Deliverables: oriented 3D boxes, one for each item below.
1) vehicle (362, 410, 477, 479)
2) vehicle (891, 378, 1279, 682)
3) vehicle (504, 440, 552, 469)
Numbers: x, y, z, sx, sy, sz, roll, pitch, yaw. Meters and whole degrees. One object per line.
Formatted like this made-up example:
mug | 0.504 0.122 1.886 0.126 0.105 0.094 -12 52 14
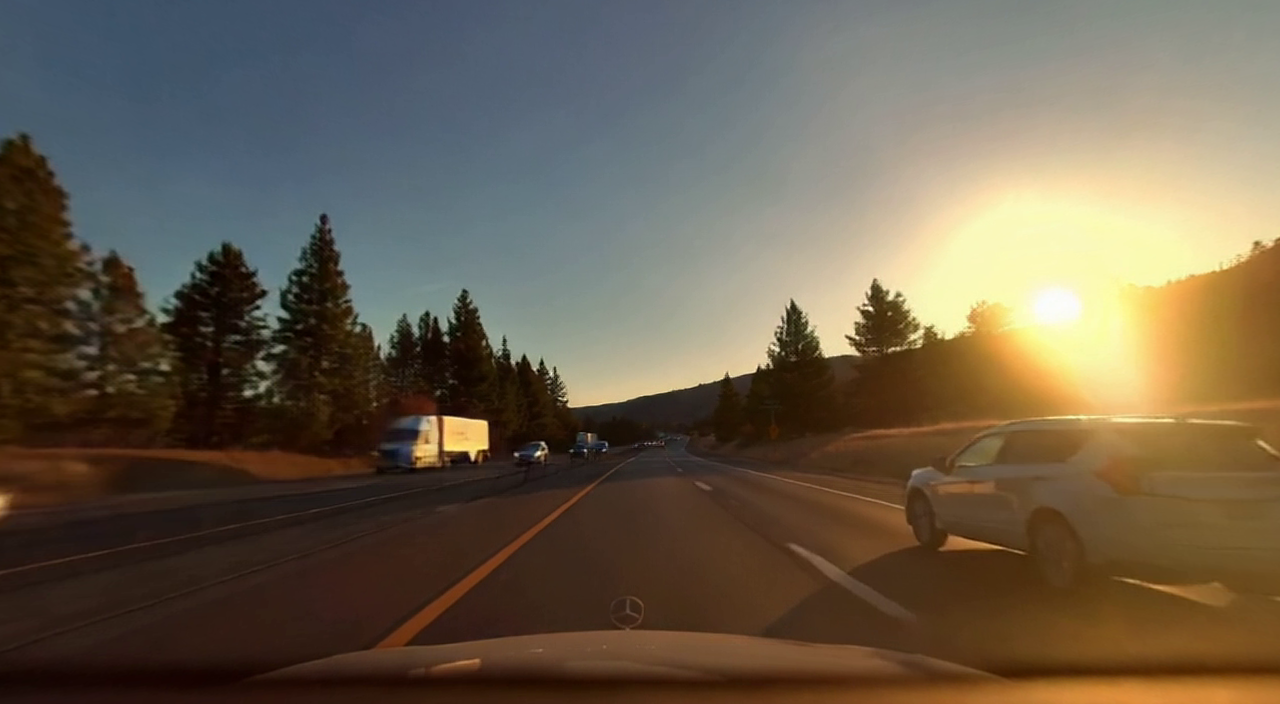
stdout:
vehicle | -12.705 5.519 37.594 3.087 3.512 9.874 0 -8 1
vehicle | 4.467 1.346 6.048 2.098 1.703 4.862 0 -8 0
vehicle | -8.081 7.438 46.051 2.289 1.906 5.766 0 -8 2
